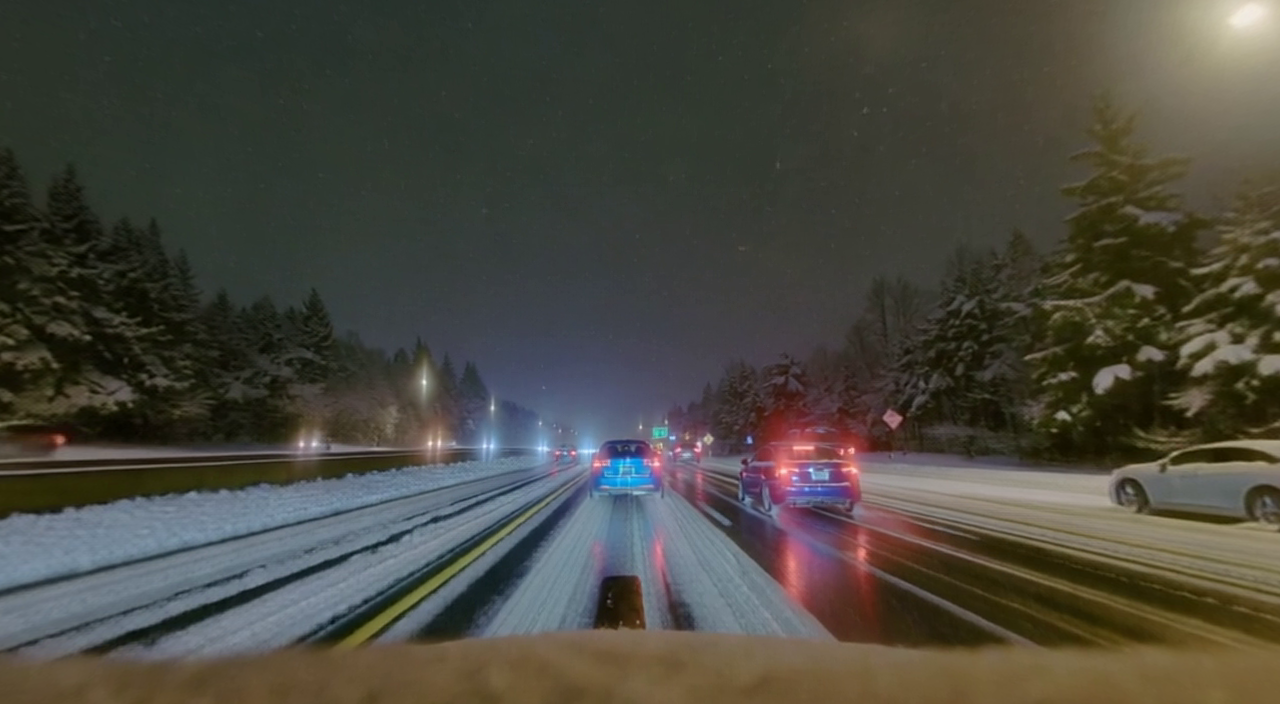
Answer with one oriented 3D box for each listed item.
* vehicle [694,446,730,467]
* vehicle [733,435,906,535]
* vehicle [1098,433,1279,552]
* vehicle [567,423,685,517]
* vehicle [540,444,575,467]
[{"bbox_3d":[5.401,7.876,47.689,1.972,1.521,4.498,1,-9,-4],"label":"vehicle"},{"bbox_3d":[3.129,2.412,12.036,1.975,1.532,4.227,1,-9,-1],"label":"vehicle"},{"bbox_3d":[9.949,2.103,9.658,2.106,1.641,4.671,1,-9,-4],"label":"vehicle"},{"bbox_3d":[-0.287,2.494,13.715,2.181,1.728,3.970,1,-9,-1],"label":"vehicle"},{"bbox_3d":[-5.730,7.255,44.422,2.023,1.497,4.526,1,-9,-2],"label":"vehicle"}]
